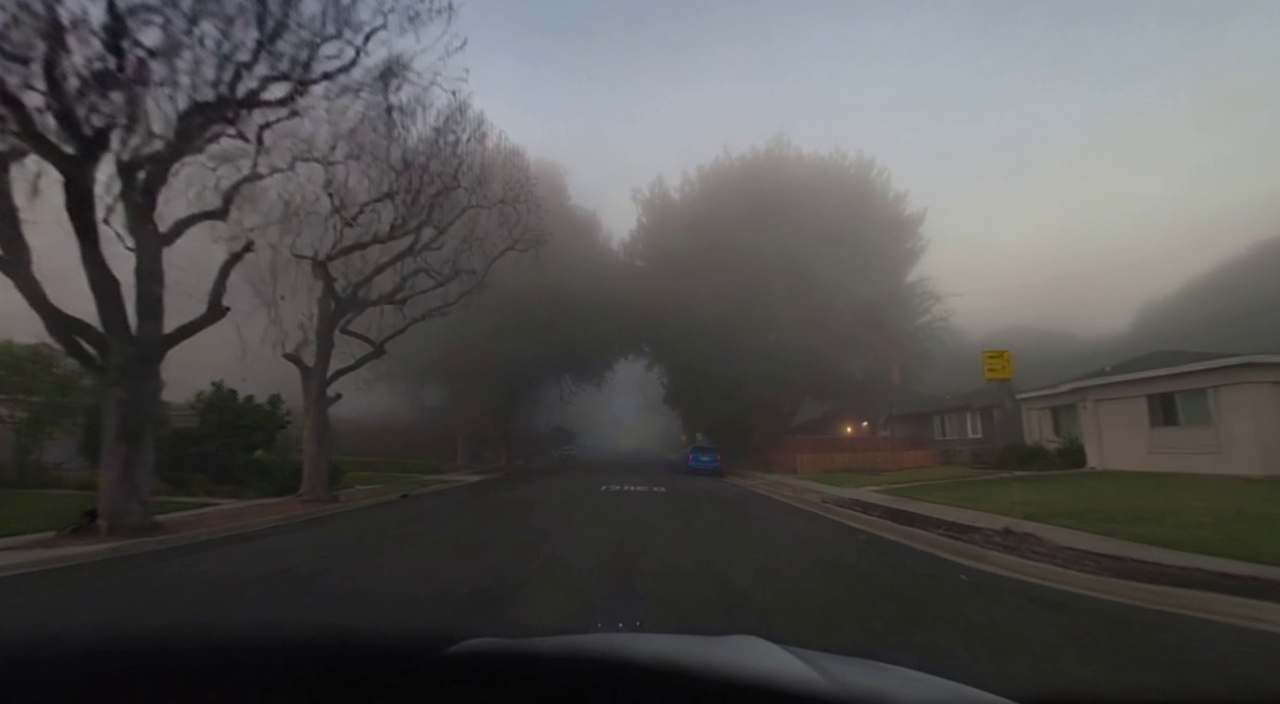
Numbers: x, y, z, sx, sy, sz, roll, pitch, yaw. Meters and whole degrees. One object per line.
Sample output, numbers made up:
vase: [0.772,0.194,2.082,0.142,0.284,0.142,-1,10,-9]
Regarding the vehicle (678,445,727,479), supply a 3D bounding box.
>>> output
vehicle: [3.139,5.616,32.522,2.114,1.633,4.042,0,-9,0]
